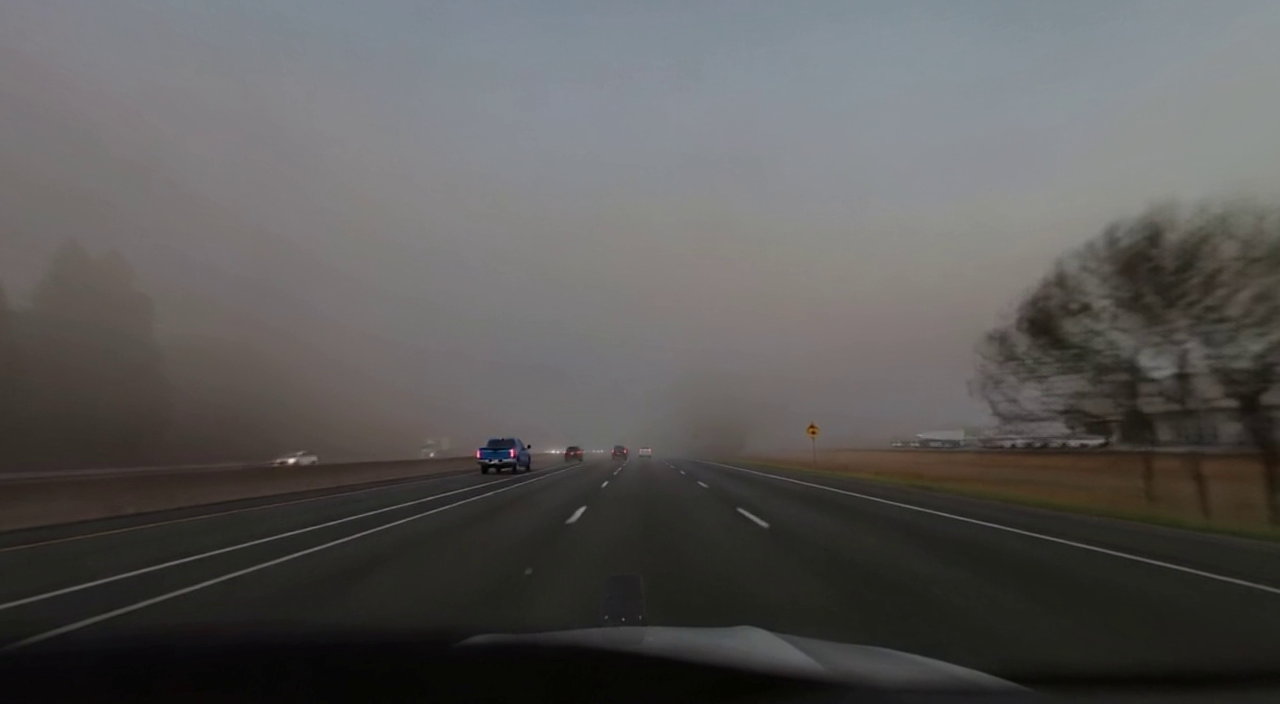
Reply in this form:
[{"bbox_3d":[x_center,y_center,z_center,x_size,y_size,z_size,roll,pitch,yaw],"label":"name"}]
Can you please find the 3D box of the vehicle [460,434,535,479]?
[{"bbox_3d":[-6.673,5.001,30.414,2.156,1.911,5.956,0,-9,1],"label":"vehicle"}]
